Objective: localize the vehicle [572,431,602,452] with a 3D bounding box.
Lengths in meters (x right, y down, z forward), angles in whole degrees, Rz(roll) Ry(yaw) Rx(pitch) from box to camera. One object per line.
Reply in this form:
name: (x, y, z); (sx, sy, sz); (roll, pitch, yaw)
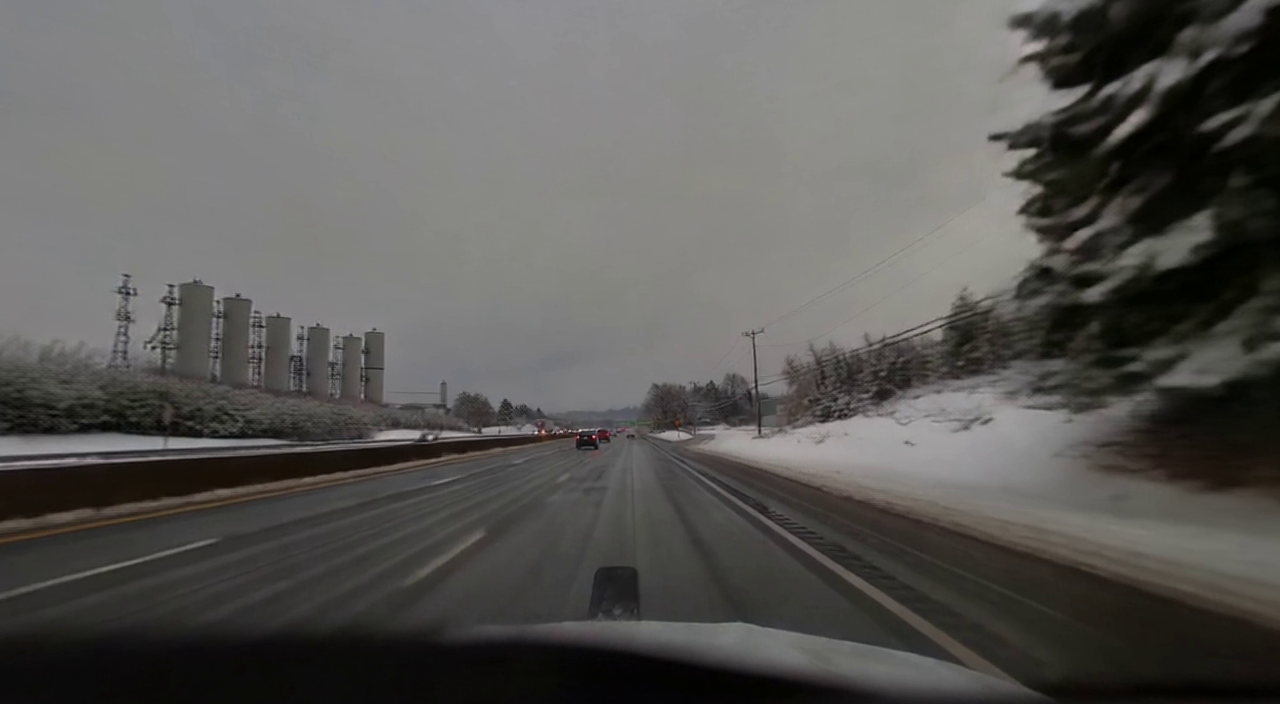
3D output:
vehicle: (-3.987, 6.770, 47.754); (1.952, 1.462, 3.969); (0, -7, -1)
